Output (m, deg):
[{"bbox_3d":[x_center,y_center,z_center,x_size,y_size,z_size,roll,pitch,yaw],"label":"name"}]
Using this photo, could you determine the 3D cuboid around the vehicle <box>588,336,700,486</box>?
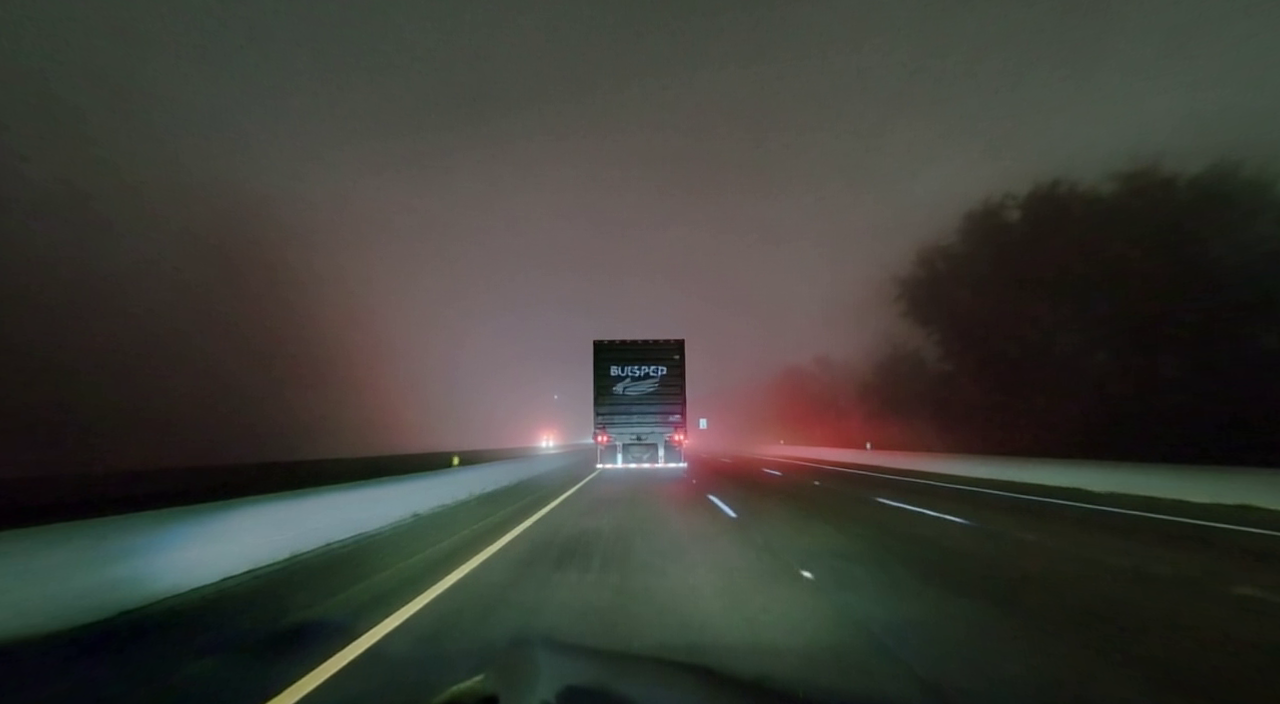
[{"bbox_3d":[0.077,2.108,20.725,2.870,3.911,8.697,0,-8,0],"label":"vehicle"}]
